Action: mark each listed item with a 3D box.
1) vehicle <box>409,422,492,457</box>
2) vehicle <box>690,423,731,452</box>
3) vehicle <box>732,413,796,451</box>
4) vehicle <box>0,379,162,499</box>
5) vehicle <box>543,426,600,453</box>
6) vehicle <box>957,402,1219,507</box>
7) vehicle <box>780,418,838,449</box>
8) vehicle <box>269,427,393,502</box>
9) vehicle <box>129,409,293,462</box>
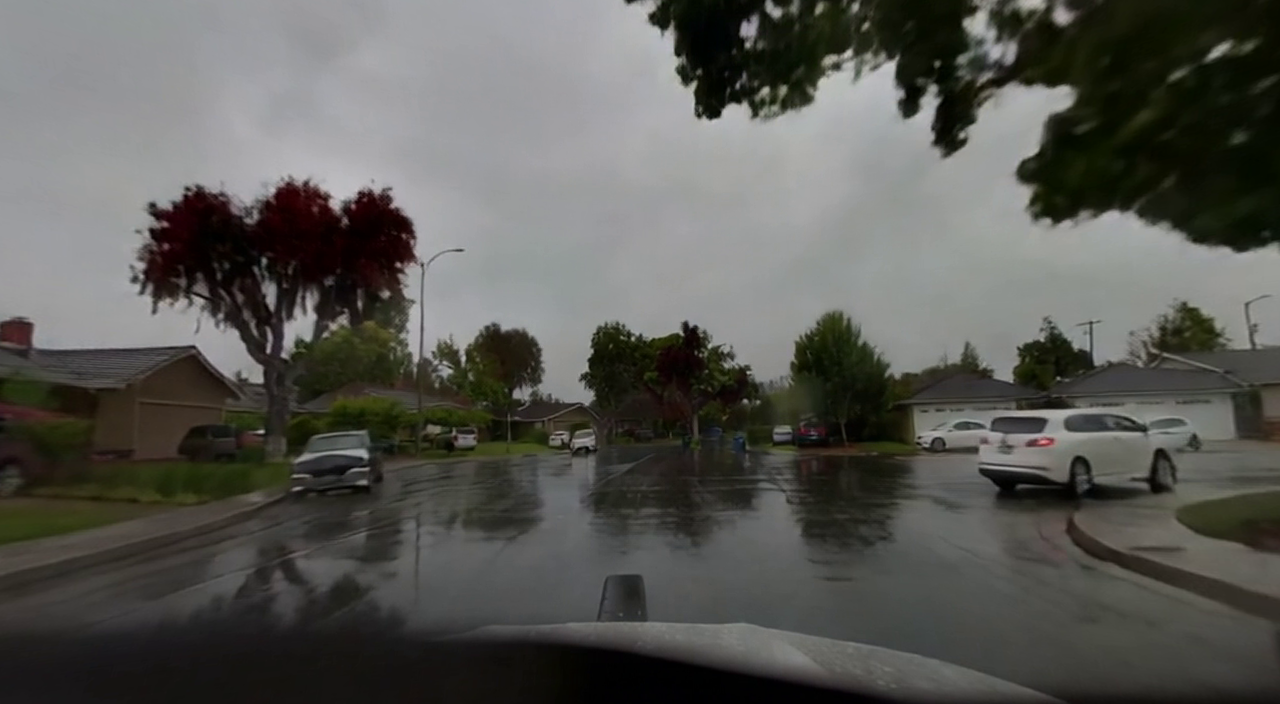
[{"bbox_3d":[-10.664,4.877,35.324,2.305,1.824,5.096,7,-10,-44],"label":"vehicle"},{"bbox_3d":[4.007,4.922,36.475,1.833,1.540,3.532,-1,-7,-2],"label":"vehicle"},{"bbox_3d":[6.997,4.603,36.317,2.455,2.018,5.271,-1,-7,-1],"label":"vehicle"},{"bbox_3d":[-11.851,1.513,10.911,5.143,1.832,2.461,0,-7,-2],"label":"vehicle"},{"bbox_3d":[-4.194,5.233,37.827,1.932,1.518,4.343,3,-8,-27],"label":"vehicle"},{"bbox_3d":[9.126,1.996,12.870,4.863,1.784,2.109,3,-8,-26],"label":"vehicle"},{"bbox_3d":[9.827,4.812,37.153,2.160,1.695,4.183,-1,-7,-1],"label":"vehicle"},{"bbox_3d":[-7.339,2.582,15.201,2.236,1.459,4.832,3,-8,-25],"label":"vehicle"},{"bbox_3d":[-14.996,2.938,22.227,4.400,1.717,2.067,-2,-7,7],"label":"vehicle"}]
